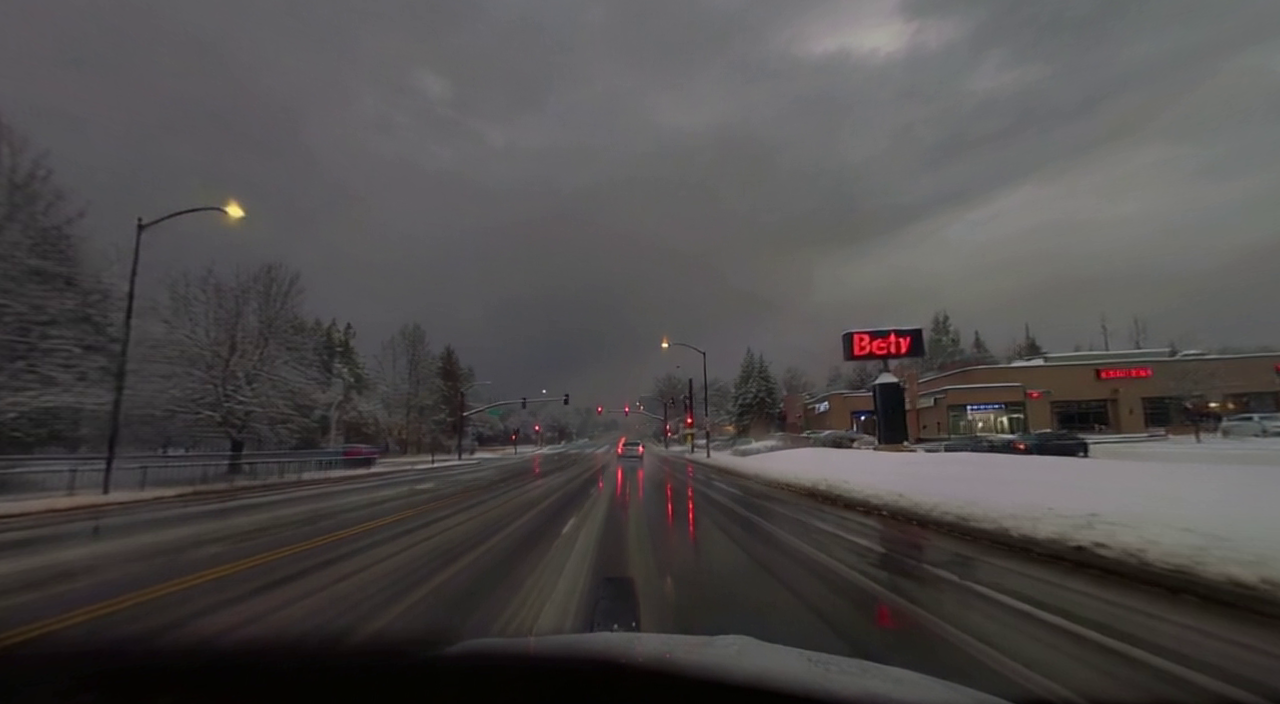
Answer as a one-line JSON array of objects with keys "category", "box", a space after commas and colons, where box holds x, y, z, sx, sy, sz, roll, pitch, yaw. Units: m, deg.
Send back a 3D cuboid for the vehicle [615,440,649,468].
[{"category": "vehicle", "box": [-0.526, 6.410, 39.903, 2.024, 1.628, 4.774, 0, -9, -1]}]
